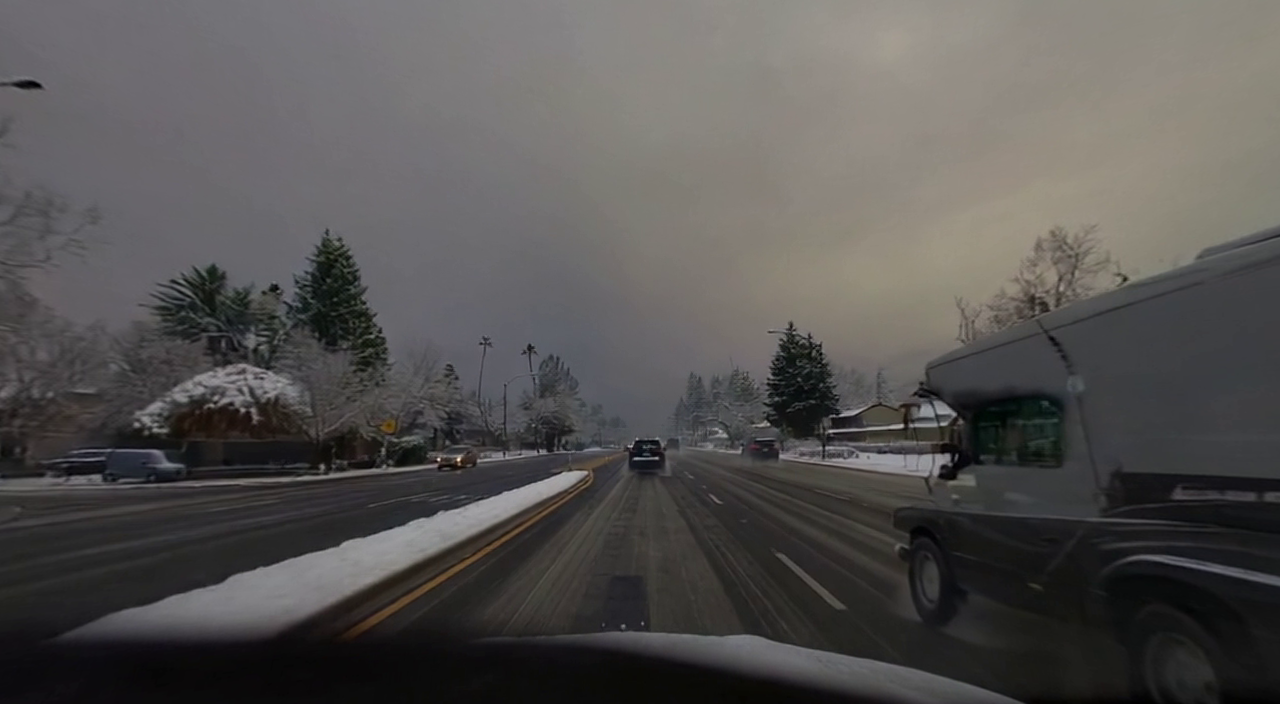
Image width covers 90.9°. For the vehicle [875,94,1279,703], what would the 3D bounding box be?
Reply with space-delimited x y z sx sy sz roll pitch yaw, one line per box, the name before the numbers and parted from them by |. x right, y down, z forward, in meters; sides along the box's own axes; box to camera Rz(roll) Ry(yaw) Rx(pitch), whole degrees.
vehicle | 3.328 0.521 2.792 2.268 2.584 6.049 0 -8 1

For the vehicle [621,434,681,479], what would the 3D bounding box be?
vehicle | 0.437 4.339 26.391 2.289 1.679 4.180 0 -8 0

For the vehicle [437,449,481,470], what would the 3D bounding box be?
vehicle | -13.801 8.194 48.367 1.897 1.488 4.529 0 -8 2

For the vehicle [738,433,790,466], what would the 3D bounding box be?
vehicle | 8.199 6.502 42.208 2.436 2.010 5.595 0 -8 1
